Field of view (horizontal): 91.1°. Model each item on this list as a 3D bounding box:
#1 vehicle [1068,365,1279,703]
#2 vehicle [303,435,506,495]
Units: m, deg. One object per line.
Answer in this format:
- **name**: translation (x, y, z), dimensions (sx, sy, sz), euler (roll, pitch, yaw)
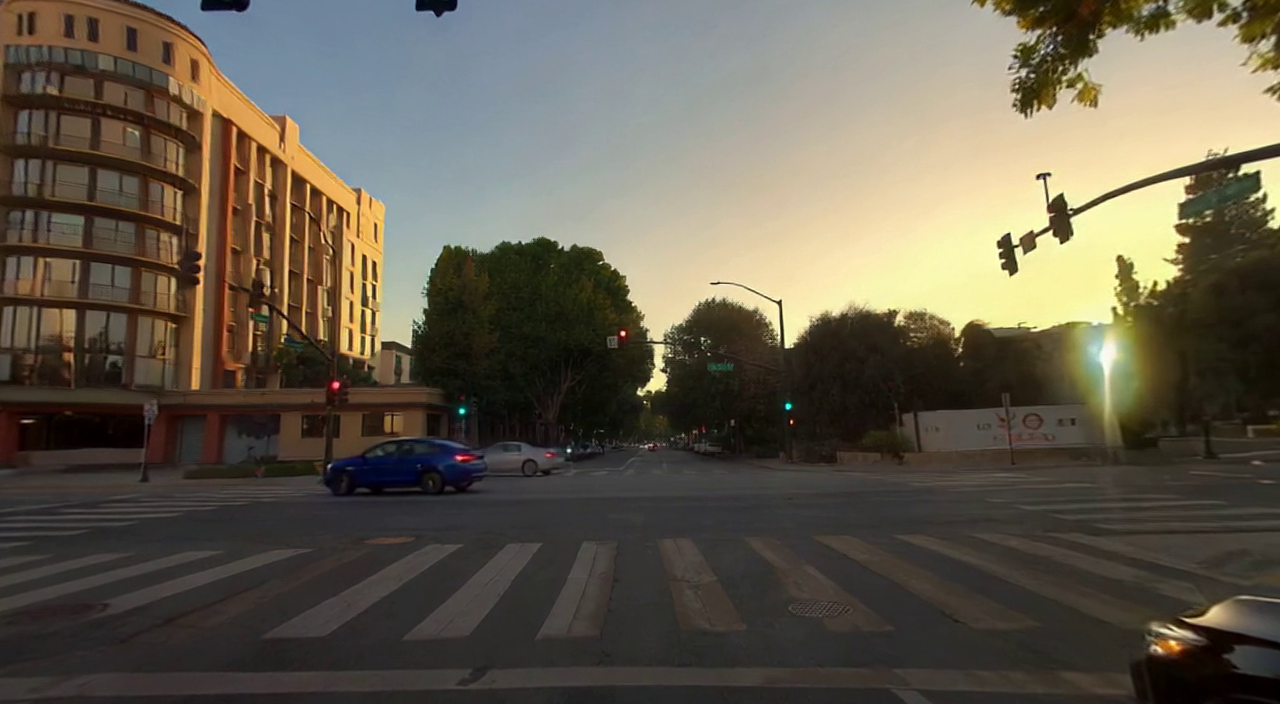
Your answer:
- **vehicle**: translation (2.884, 0.676, 0.830), dimensions (1.947, 1.576, 3.825), euler (0, -8, 1)
- **vehicle**: translation (-6.204, 3.017, 16.995), dimensions (4.723, 1.484, 1.883), euler (0, -8, 0)
